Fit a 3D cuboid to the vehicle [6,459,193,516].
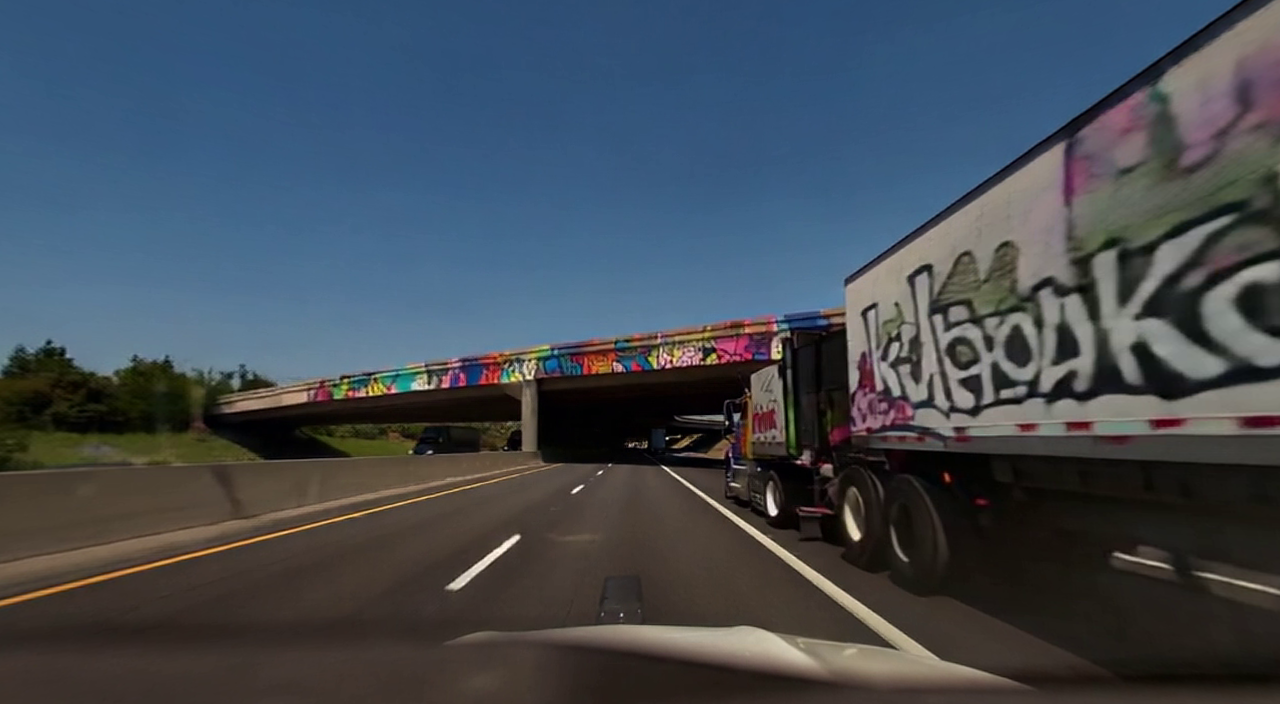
[{"bbox_3d":[-16.312,4.073,19.368,1.862,1.471,4.402,0,-9,-1],"label":"vehicle"}]
